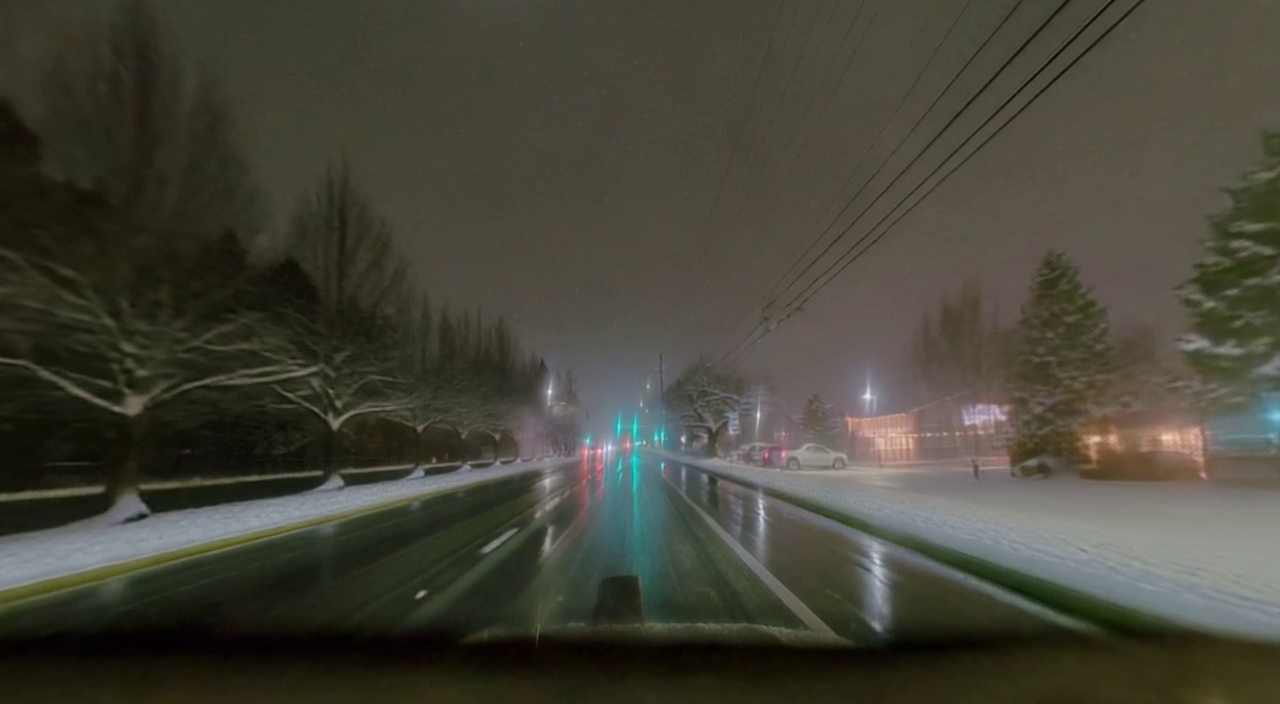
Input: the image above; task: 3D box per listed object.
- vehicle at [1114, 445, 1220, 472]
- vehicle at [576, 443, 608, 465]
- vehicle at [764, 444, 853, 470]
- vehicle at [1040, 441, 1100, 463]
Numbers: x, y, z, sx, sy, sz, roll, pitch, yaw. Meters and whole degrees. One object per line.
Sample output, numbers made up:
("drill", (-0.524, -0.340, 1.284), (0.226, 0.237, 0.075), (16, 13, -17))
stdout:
("vehicle", (30.402, 6.105, 36.654), (1.791, 1.444, 4.603), (1, -8, -8))
("vehicle", (-3.457, 7.371, 45.885), (2.030, 1.550, 3.925), (0, -8, 0))
("vehicle", (9.662, 6.022, 36.433), (4.466, 1.440, 2.091), (1, -8, -5))
("vehicle", (33.791, 7.857, 49.729), (1.852, 1.604, 3.693), (1, -8, -5))
